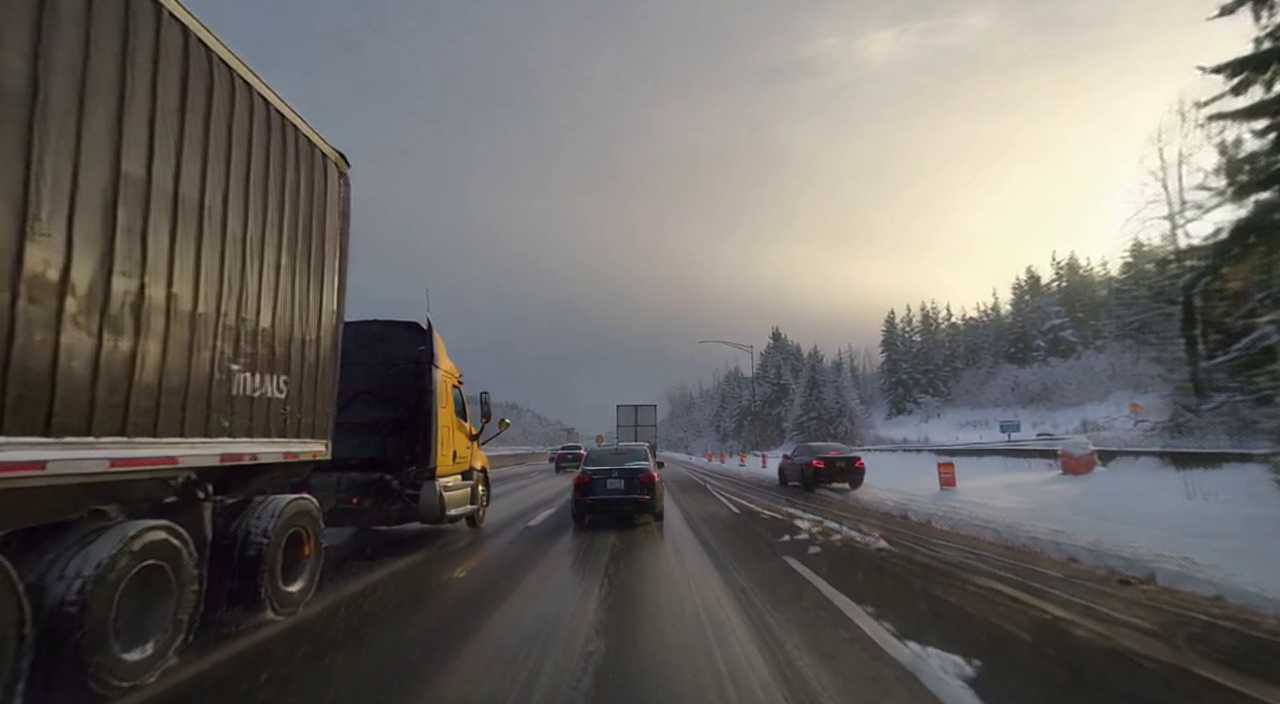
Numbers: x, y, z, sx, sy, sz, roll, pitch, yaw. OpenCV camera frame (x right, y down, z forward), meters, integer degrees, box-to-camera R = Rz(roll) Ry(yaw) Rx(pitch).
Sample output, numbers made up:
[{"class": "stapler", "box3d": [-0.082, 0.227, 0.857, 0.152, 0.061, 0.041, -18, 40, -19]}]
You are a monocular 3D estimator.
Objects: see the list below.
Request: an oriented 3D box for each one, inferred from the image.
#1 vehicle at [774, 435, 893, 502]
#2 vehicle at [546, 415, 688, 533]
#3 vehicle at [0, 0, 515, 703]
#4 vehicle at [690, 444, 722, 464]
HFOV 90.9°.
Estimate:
[{"class": "vehicle", "box3d": [5.101, 3.109, 17.227, 1.937, 1.601, 3.798, 0, -9, -2]}, {"class": "vehicle", "box3d": [-0.342, 2.156, 11.615, 2.152, 1.779, 3.924, 0, -9, 0]}, {"class": "vehicle", "box3d": [-3.696, -0.169, 3.456, 2.857, 4.063, 16.026, 0, -8, 0]}, {"class": "vehicle", "box3d": [5.156, 8.058, 49.790, 1.918, 1.479, 4.571, 0, -9, -1]}]
